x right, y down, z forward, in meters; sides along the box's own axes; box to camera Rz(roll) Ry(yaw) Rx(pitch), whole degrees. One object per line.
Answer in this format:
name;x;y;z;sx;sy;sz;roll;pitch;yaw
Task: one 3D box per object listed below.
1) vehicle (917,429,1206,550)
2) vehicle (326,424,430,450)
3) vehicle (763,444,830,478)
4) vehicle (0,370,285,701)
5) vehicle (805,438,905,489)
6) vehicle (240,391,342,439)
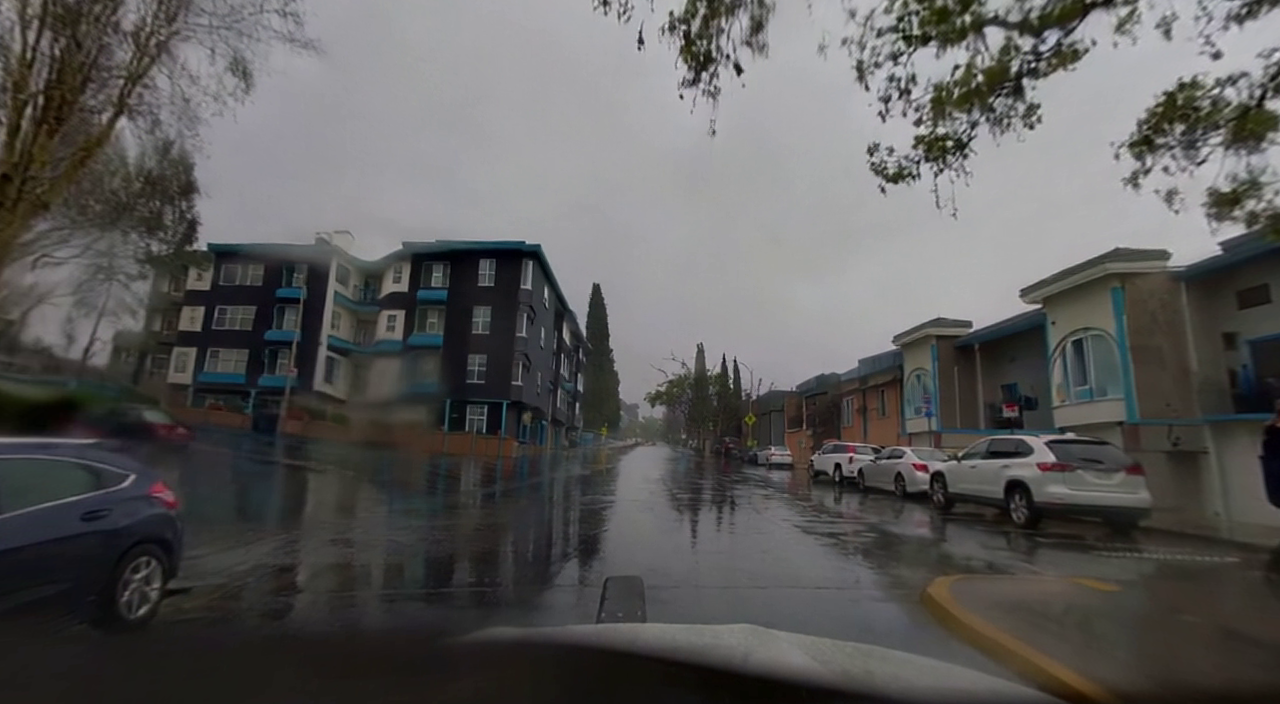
vehicle;7.500;2.459;12.150;2.181;1.792;5.066;0;-8;2
vehicle;-13.595;4.451;33.043;4.603;1.335;1.889;1;-9;-8
vehicle;7.932;5.555;32.534;2.122;1.554;4.777;0;-8;-1
vehicle;-4.545;1.034;3.772;2.285;1.712;5.200;1;-8;-6
vehicle;7.902;4.119;23.766;1.917;1.704;4.840;0;-8;-2
vehicle;-18.678;3.374;33.804;4.598;1.645;2.019;9;-5;20
